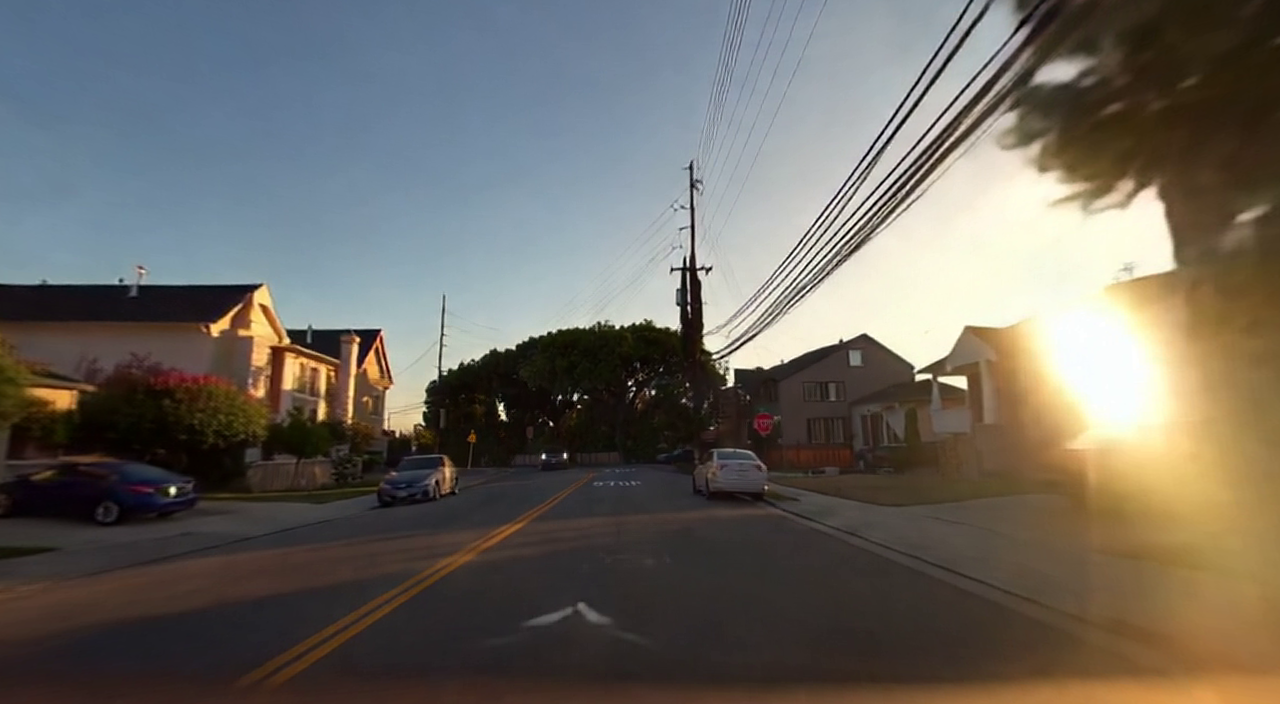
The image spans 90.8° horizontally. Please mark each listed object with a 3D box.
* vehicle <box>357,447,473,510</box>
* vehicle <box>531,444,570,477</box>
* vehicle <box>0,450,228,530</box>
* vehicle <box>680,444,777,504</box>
[{"bbox_3d":[-7.256,4.082,20.991,2.156,1.728,4.619,-2,-8,0],"label":"vehicle"},{"bbox_3d":[-5.687,6.818,39.988,2.277,1.970,4.512,1,-9,-8],"label":"vehicle"},{"bbox_3d":[-12.330,3.099,14.506,4.266,1.674,1.933,0,-9,-2],"label":"vehicle"},{"bbox_3d":[2.397,3.469,18.398,2.080,1.531,4.415,0,-9,-1],"label":"vehicle"}]
